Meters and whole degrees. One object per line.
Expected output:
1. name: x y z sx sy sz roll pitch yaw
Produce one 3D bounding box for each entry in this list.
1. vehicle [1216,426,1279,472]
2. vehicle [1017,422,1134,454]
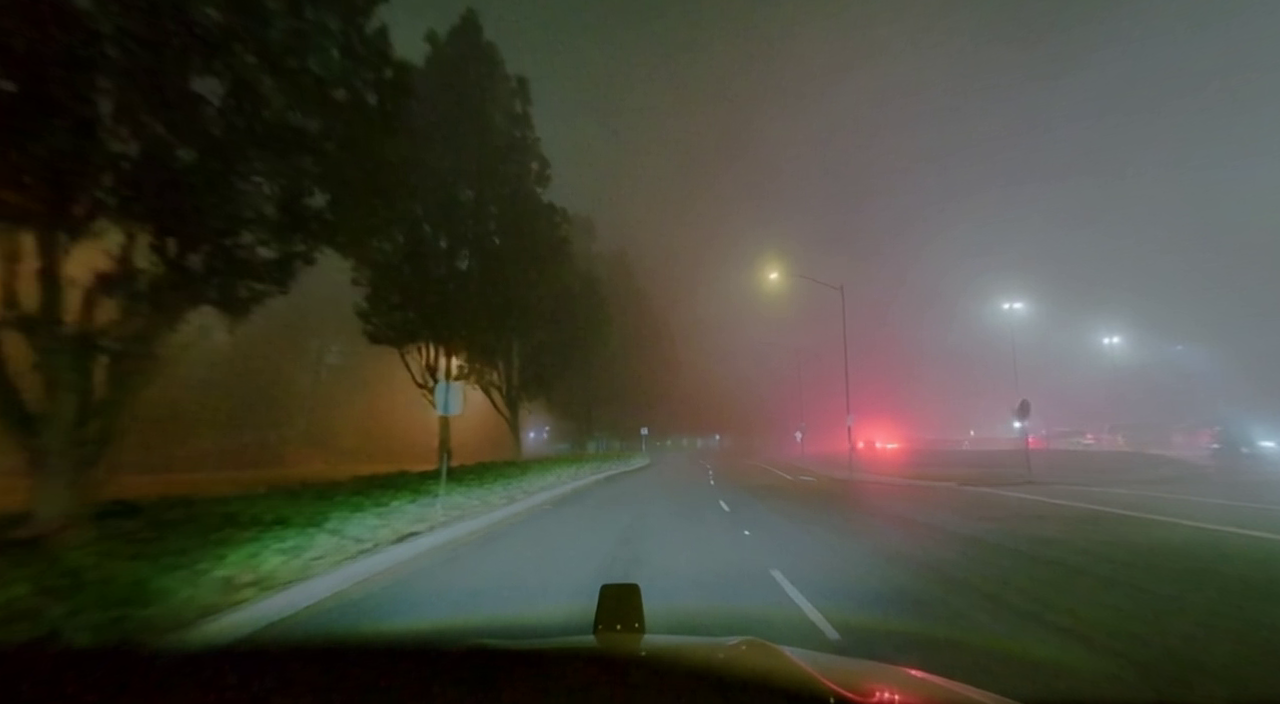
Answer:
1. vehicle: 22.716 3.522 22.837 4.456 1.489 1.963 8 -11 -40
2. vehicle: 32.842 6.589 47.740 2.569 2.236 6.684 6 -11 -35
